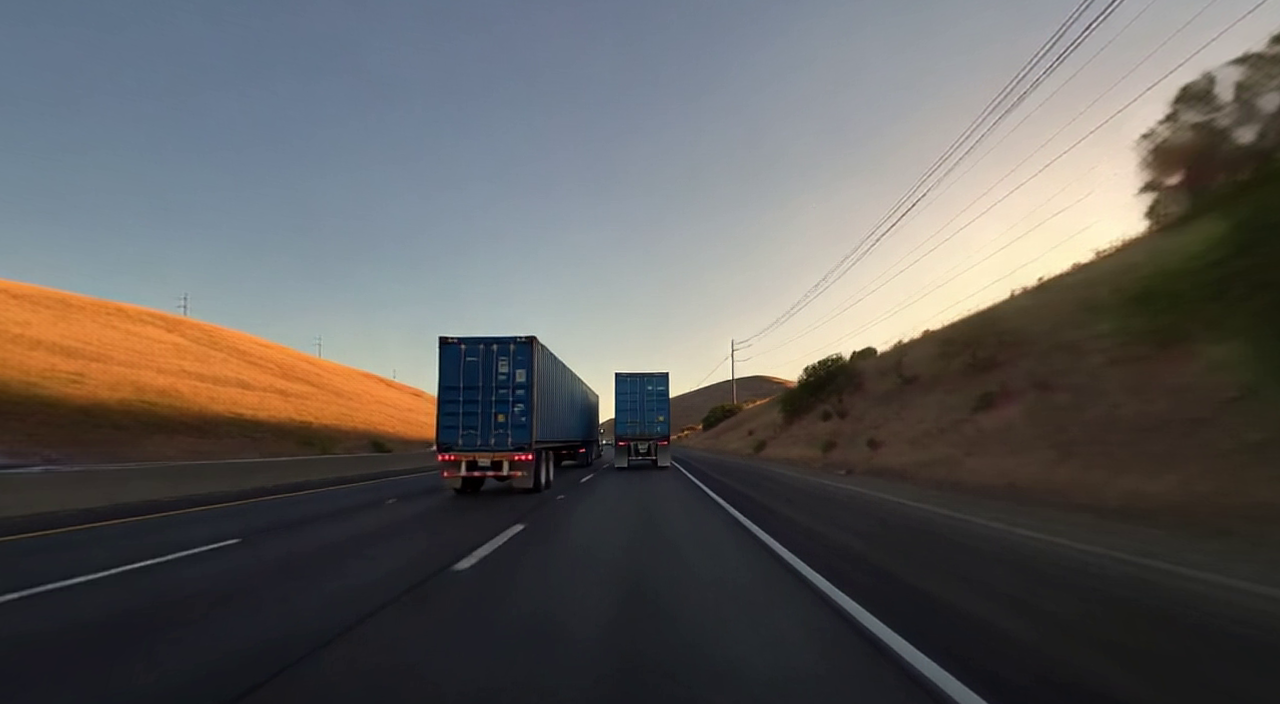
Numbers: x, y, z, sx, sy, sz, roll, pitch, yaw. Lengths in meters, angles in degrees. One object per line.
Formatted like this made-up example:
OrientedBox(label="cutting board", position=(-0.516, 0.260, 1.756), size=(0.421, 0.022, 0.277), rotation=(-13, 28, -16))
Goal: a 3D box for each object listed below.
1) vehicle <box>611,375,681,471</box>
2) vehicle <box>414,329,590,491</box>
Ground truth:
OrientedBox(label="vehicle", position=(0.121, 3.862, 32.882), size=(3.006, 4.120, 11.586), rotation=(0, -8, -1))
OrientedBox(label="vehicle", position=(-4.004, 2.411, 22.737), size=(3.065, 4.105, 13.706), rotation=(0, -8, 1))
